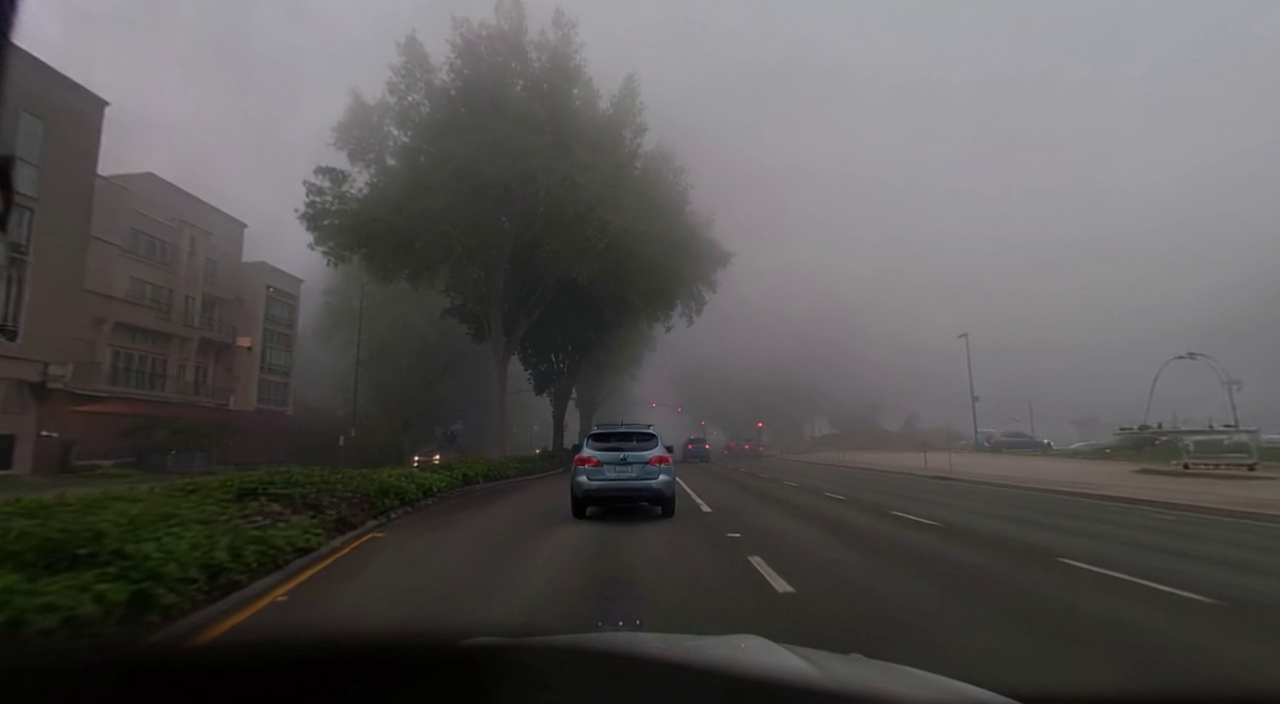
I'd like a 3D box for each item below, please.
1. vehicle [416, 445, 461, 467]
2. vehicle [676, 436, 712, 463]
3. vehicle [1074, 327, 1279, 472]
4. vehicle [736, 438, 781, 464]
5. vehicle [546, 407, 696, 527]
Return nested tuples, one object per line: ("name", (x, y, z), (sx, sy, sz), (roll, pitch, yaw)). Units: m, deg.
("vehicle", (-15.643, 8.100, 49.325), (1.834, 1.622, 4.569), (0, -9, 2))
("vehicle", (3.303, 6.101, 39.647), (1.929, 1.590, 4.287), (0, -9, 1))
("vehicle", (18.591, 1.816, 20.270), (3.269, 3.755, 8.862), (0, -9, 3))
("vehicle", (6.798, 5.738, 36.662), (1.777, 1.443, 3.942), (0, -9, -1))
("vehicle", (-0.295, 2.080, 11.845), (2.277, 1.816, 4.192), (0, -9, 0))
